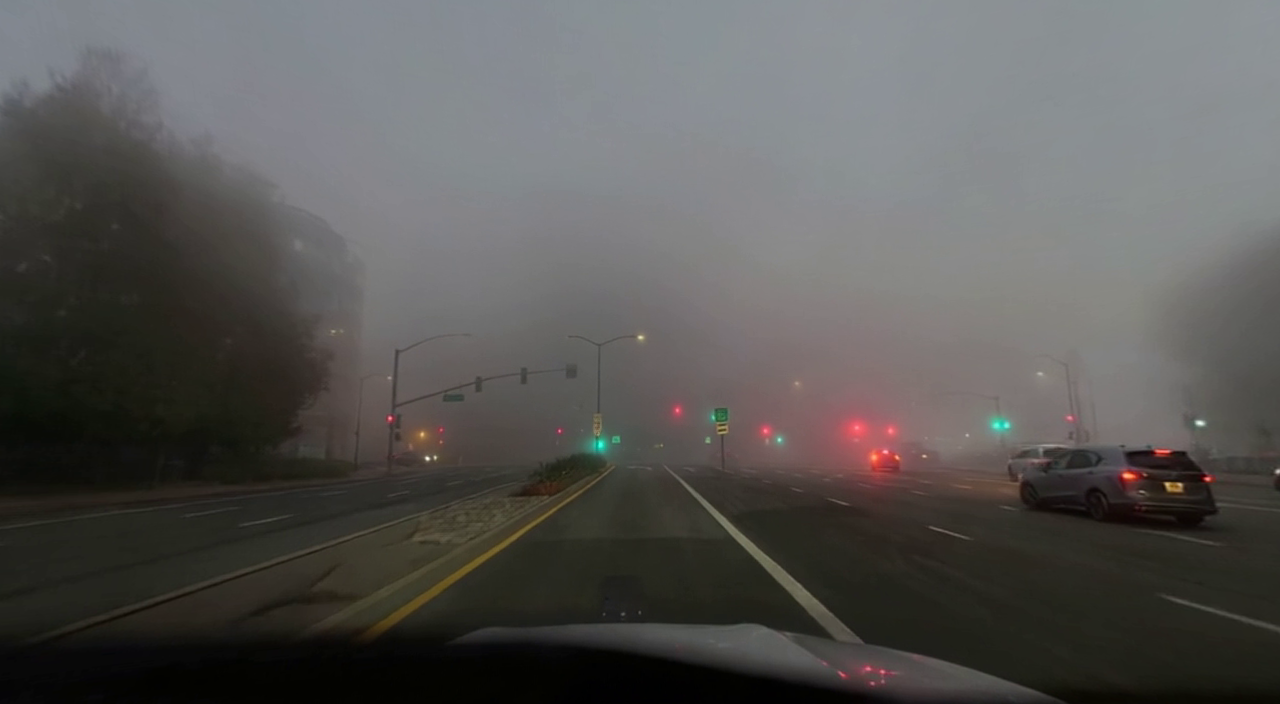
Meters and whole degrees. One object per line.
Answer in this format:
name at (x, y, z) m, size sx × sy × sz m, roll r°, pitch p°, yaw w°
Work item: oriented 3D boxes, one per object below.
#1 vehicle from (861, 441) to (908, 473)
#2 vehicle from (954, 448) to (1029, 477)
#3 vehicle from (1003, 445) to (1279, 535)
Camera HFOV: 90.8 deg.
vehicle at (15.131, 6.510, 39.338) m, size 1.951 × 1.843 × 4.335 m, roll -2°, pitch -9°, yaw 12°
vehicle at (20.586, 6.453, 37.225) m, size 1.896 × 1.524 × 4.562 m, roll 0°, pitch -8°, yaw 1°
vehicle at (9.714, 2.651, 12.880) m, size 1.933 × 1.500 × 4.458 m, roll 0°, pitch -8°, yaw -1°
